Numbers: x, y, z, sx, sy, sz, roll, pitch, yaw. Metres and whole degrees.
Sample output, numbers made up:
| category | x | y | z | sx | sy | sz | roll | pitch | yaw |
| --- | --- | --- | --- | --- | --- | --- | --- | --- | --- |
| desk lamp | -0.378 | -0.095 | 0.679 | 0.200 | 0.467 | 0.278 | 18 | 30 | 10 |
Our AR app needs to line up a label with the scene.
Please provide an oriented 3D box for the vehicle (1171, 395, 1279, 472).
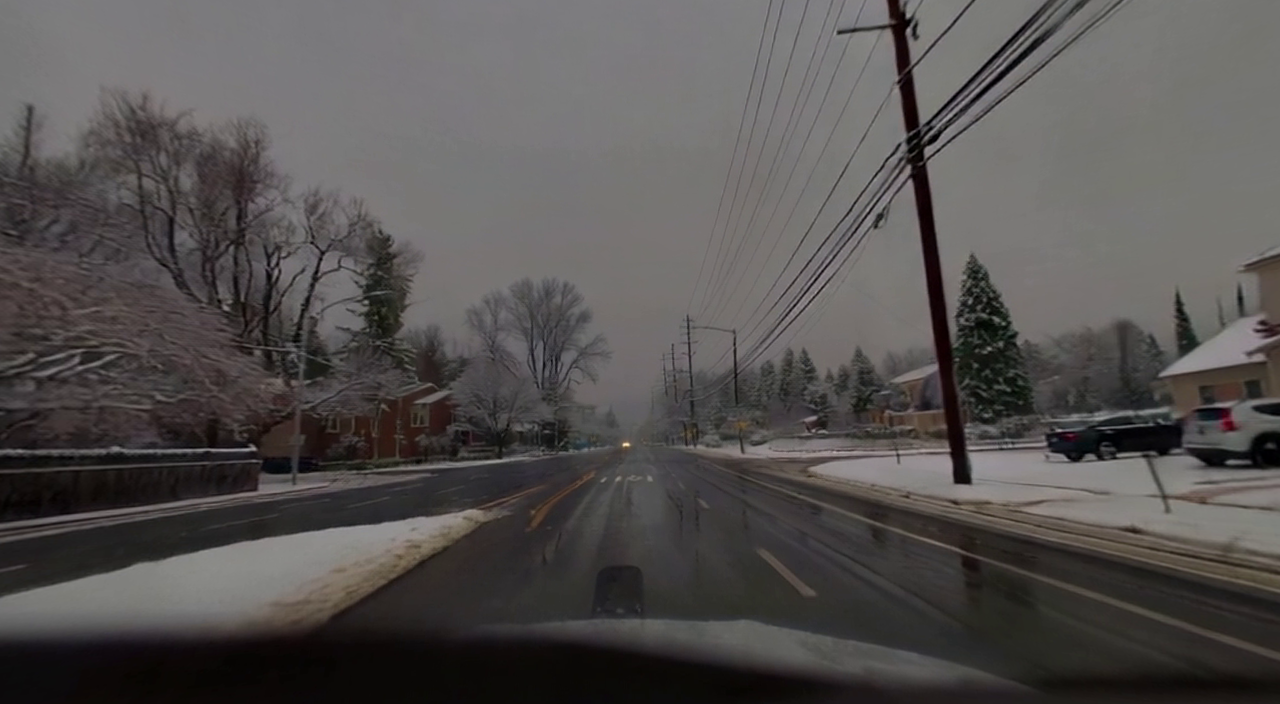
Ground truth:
| category | x | y | z | sx | sy | sz | roll | pitch | yaw |
| --- | --- | --- | --- | --- | --- | --- | --- | --- | --- |
| vehicle | 16.762 | 2.062 | 15.886 | 4.833 | 1.786 | 2.136 | 0 | -8 | 0 |

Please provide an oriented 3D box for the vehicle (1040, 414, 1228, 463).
| category | x | y | z | sx | sy | sz | roll | pitch | yaw |
| --- | --- | --- | --- | --- | --- | --- | --- | --- | --- |
| vehicle | 16.590 | 2.924 | 21.399 | 4.681 | 1.541 | 2.049 | 0 | -8 | -3 |

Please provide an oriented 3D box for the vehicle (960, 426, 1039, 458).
| category | x | y | z | sx | sy | sz | roll | pitch | yaw |
| --- | --- | --- | --- | --- | --- | --- | --- | --- | --- |
| vehicle | 22.101 | 5.567 | 39.057 | 1.960 | 1.873 | 4.839 | 0 | -8 | -1 |
